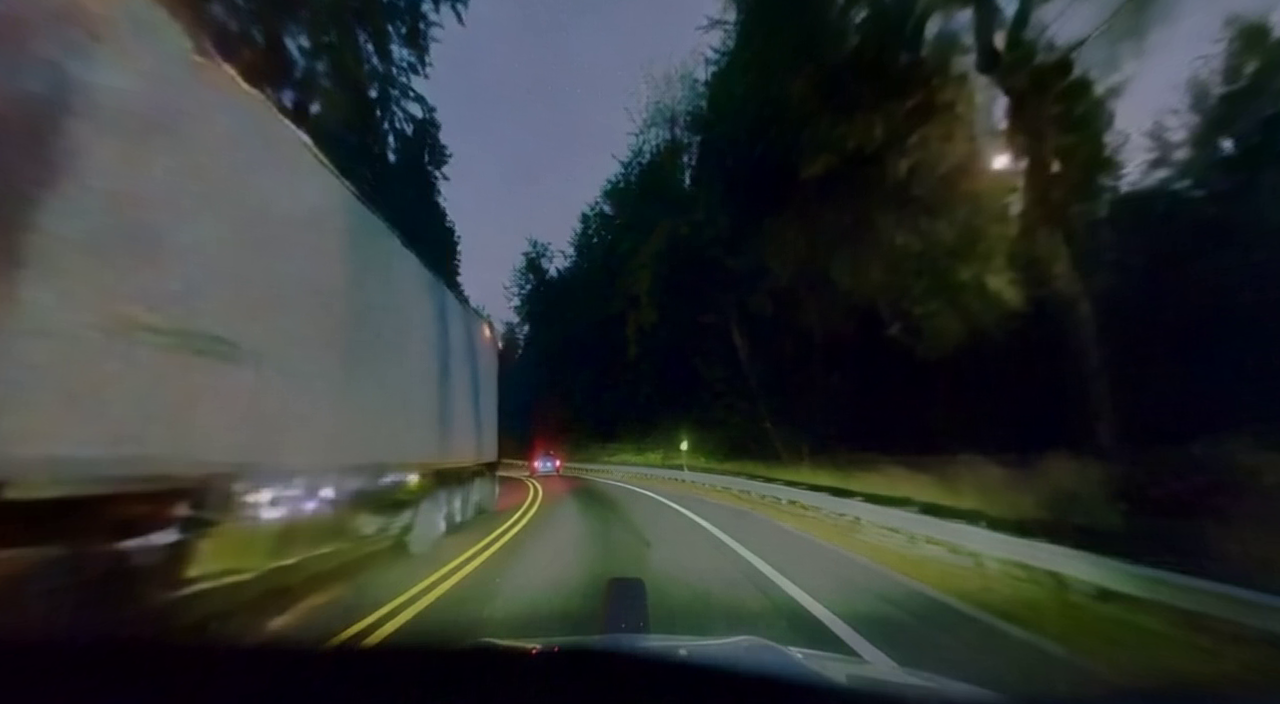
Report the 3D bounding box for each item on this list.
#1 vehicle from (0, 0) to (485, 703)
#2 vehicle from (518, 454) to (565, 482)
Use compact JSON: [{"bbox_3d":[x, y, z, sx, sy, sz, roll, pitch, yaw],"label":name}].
[{"bbox_3d":[-4.322,0.445,6.381,2.999,4.301,11.457,0,-8,-2],"label":"vehicle"},{"bbox_3d":[-5.898,6.837,37.487,2.120,1.491,4.349,3,-9,-17],"label":"vehicle"}]
